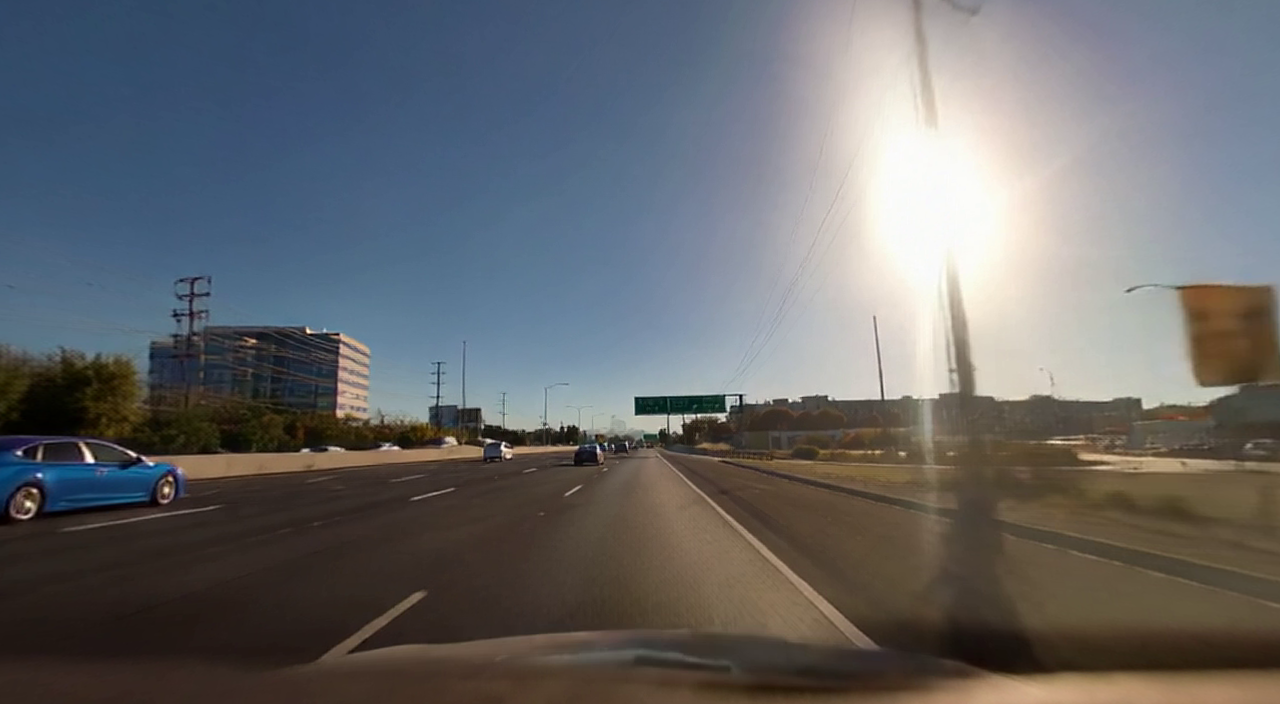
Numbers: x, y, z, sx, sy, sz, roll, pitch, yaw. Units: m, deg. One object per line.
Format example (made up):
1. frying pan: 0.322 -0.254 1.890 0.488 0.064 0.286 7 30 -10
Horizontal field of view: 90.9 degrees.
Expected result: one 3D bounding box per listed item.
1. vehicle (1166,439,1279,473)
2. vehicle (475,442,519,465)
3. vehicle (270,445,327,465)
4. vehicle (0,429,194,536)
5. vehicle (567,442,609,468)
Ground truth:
1. vehicle: 29.006 5.034 30.661 4.798 1.545 2.042 -4 -9 24
2. vehicle: -9.635 6.842 42.794 1.930 1.490 3.955 0 -8 2
3. vehicle: -25.584 7.724 47.390 1.787 1.436 4.379 0 -8 1
4. vehicle: -10.139 2.061 10.359 2.002 1.526 4.822 0 -8 1
5. vehicle: -3.020 6.097 37.590 2.050 1.479 4.342 0 -8 1
